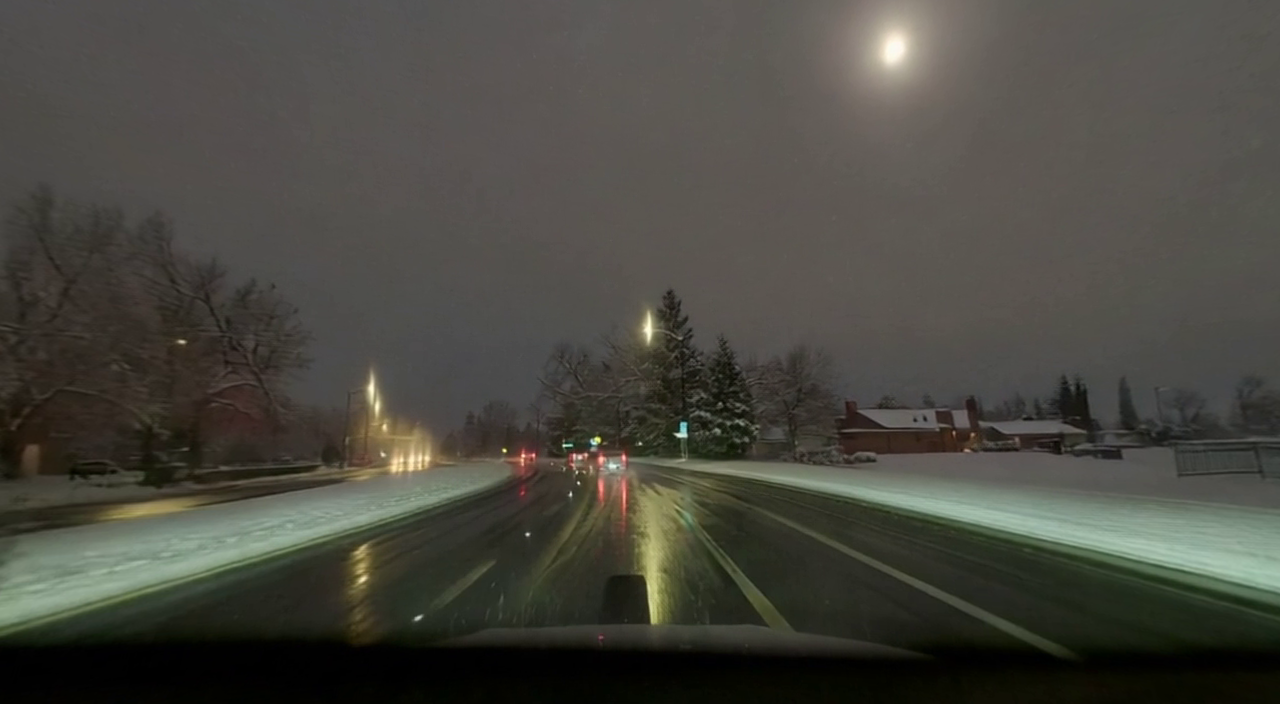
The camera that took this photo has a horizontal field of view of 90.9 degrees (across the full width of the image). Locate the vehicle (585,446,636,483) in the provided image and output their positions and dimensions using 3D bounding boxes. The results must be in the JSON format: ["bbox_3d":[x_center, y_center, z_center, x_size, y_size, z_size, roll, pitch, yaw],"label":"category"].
[{"bbox_3d":[-1.370,4.888,27.764,2.009,1.456,4.003,1,-8,-6],"label":"vehicle"}]
